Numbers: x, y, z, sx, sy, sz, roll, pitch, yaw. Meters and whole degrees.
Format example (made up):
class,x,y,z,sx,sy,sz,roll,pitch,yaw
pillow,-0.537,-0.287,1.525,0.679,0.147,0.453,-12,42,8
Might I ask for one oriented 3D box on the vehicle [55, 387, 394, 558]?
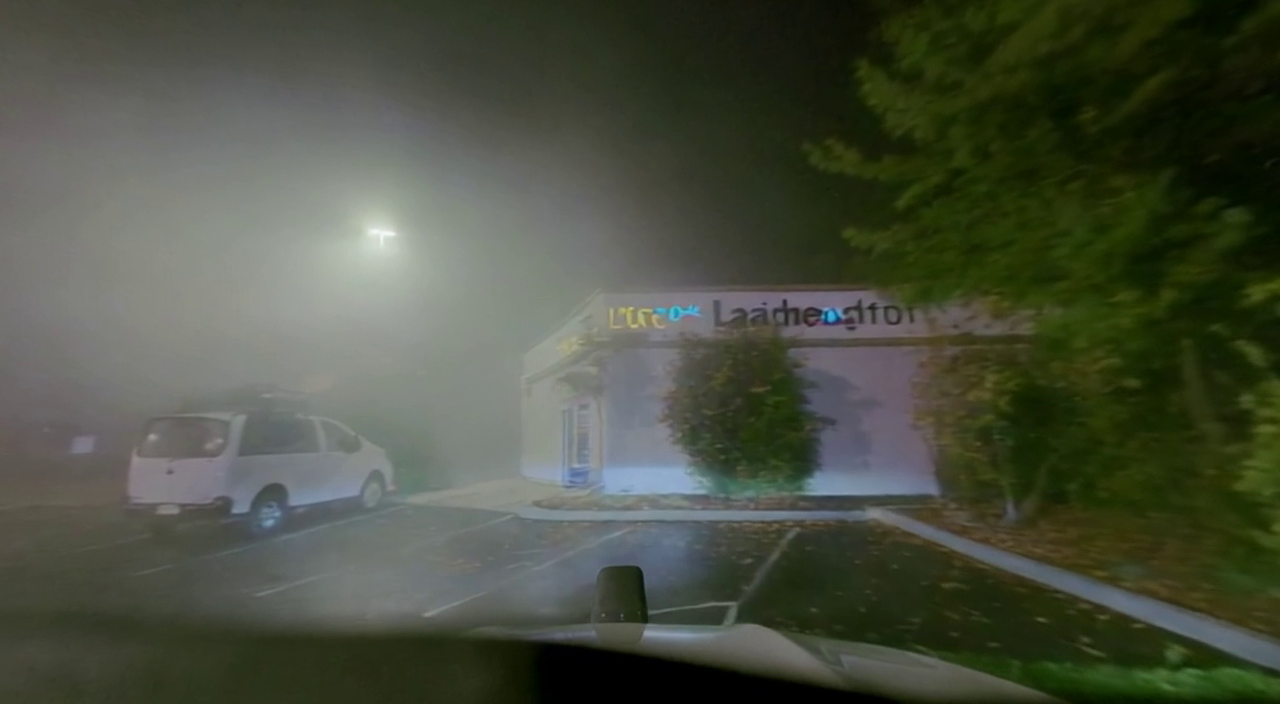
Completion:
class,x,y,z,sx,sy,sz,roll,pitch,yaw
vehicle,-6.644,1.997,11.189,2.200,2.257,5.237,-2,-8,3
